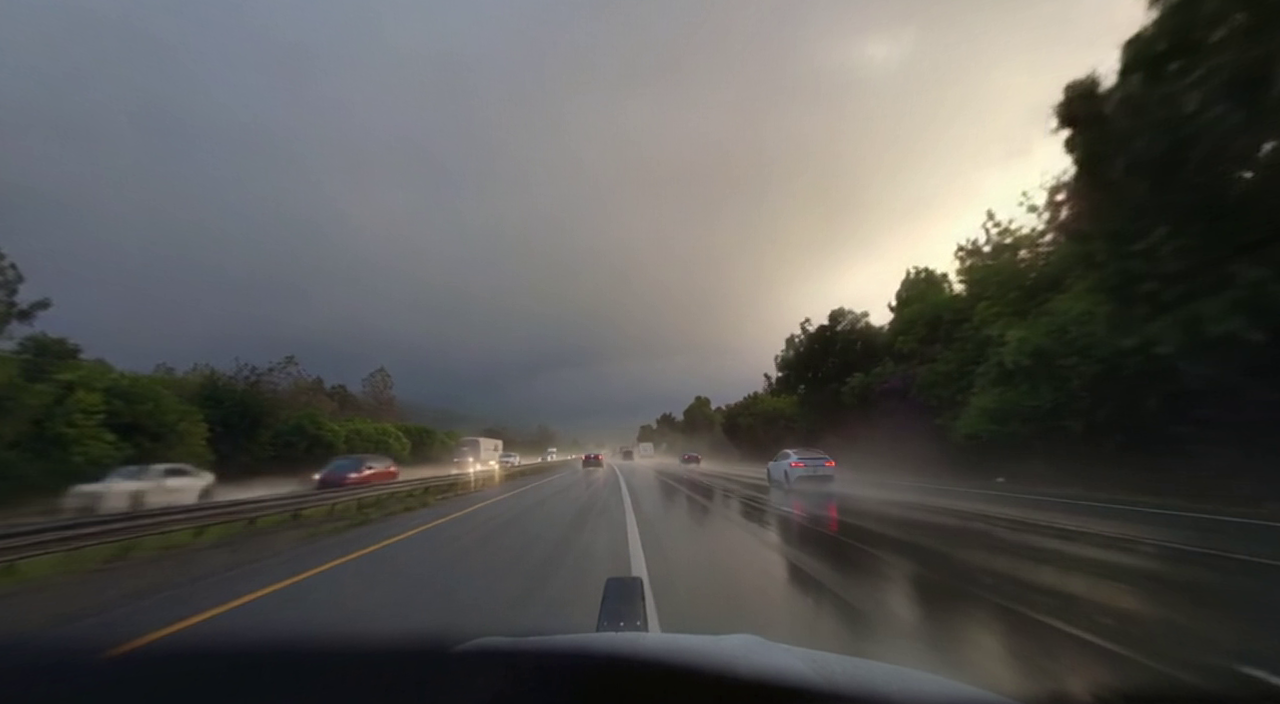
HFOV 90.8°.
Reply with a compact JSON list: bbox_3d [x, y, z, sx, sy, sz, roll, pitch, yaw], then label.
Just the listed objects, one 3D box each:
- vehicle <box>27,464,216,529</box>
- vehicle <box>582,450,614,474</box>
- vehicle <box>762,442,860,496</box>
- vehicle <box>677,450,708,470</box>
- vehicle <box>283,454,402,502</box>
[{"bbox_3d":[-14.235,3.945,17.701,1.908,1.493,4.047,0,-9,-2],"label":"vehicle"},{"bbox_3d":[-2.810,7.399,42.780,2.021,1.507,4.272,0,-9,-2],"label":"vehicle"},{"bbox_3d":[5.397,3.735,20.507,1.903,1.566,3.866,0,-9,-3],"label":"vehicle"},{"bbox_3d":[4.002,8.363,48.880,1.846,1.480,3.694,0,-9,-4],"label":"vehicle"},{"bbox_3d":[-10.504,4.459,22.786,2.097,1.503,4.780,0,-9,-2],"label":"vehicle"}]
